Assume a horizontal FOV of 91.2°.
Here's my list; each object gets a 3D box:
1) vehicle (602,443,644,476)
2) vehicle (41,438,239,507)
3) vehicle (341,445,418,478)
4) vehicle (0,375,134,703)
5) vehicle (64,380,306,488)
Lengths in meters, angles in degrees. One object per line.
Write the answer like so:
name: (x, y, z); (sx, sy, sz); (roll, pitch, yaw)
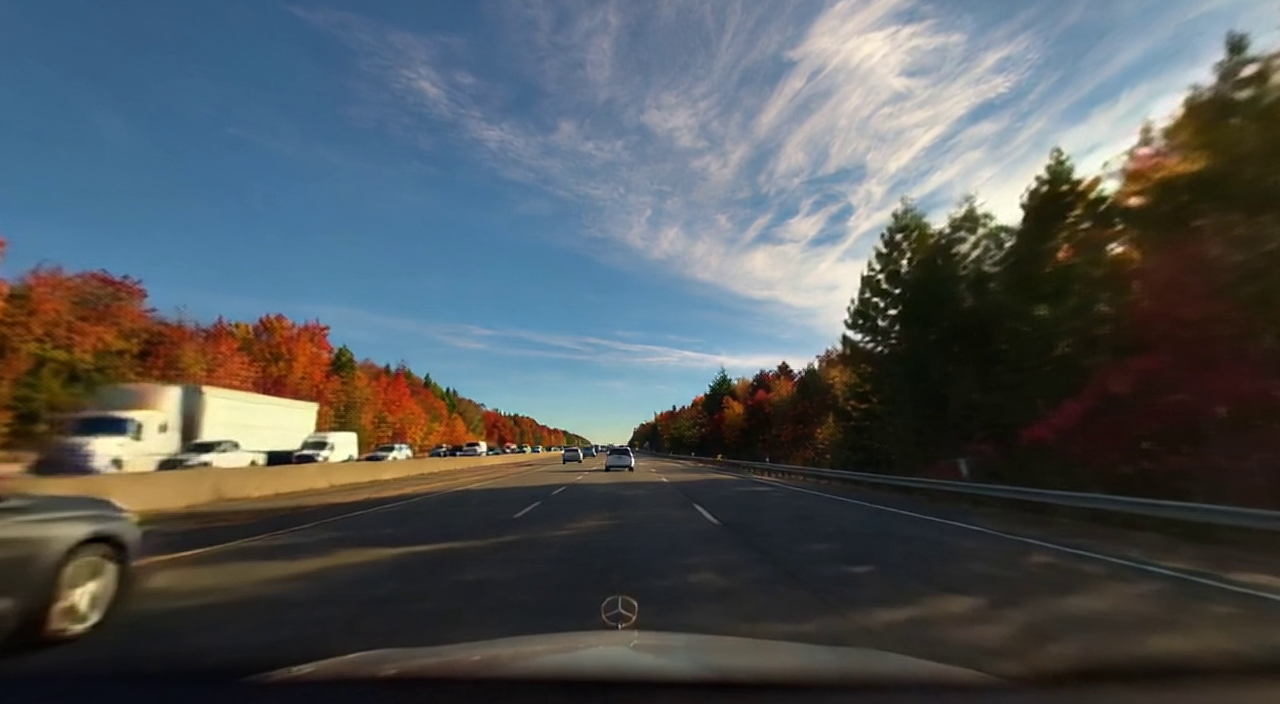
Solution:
vehicle: (-0.930, 5.855, 34.198); (2.115, 1.661, 4.049); (0, -9, -2)
vehicle: (-12.597, 3.042, 16.202); (1.881, 1.507, 3.991); (0, -9, -1)
vehicle: (-13.095, 5.509, 31.882); (1.946, 1.512, 4.747); (0, -9, -1)
vehicle: (-4.278, 0.730, 1.639); (1.974, 1.688, 4.727); (0, -9, -1)
vehicle: (-18.357, 3.589, 26.663); (2.988, 3.698, 10.089); (0, -9, -2)
